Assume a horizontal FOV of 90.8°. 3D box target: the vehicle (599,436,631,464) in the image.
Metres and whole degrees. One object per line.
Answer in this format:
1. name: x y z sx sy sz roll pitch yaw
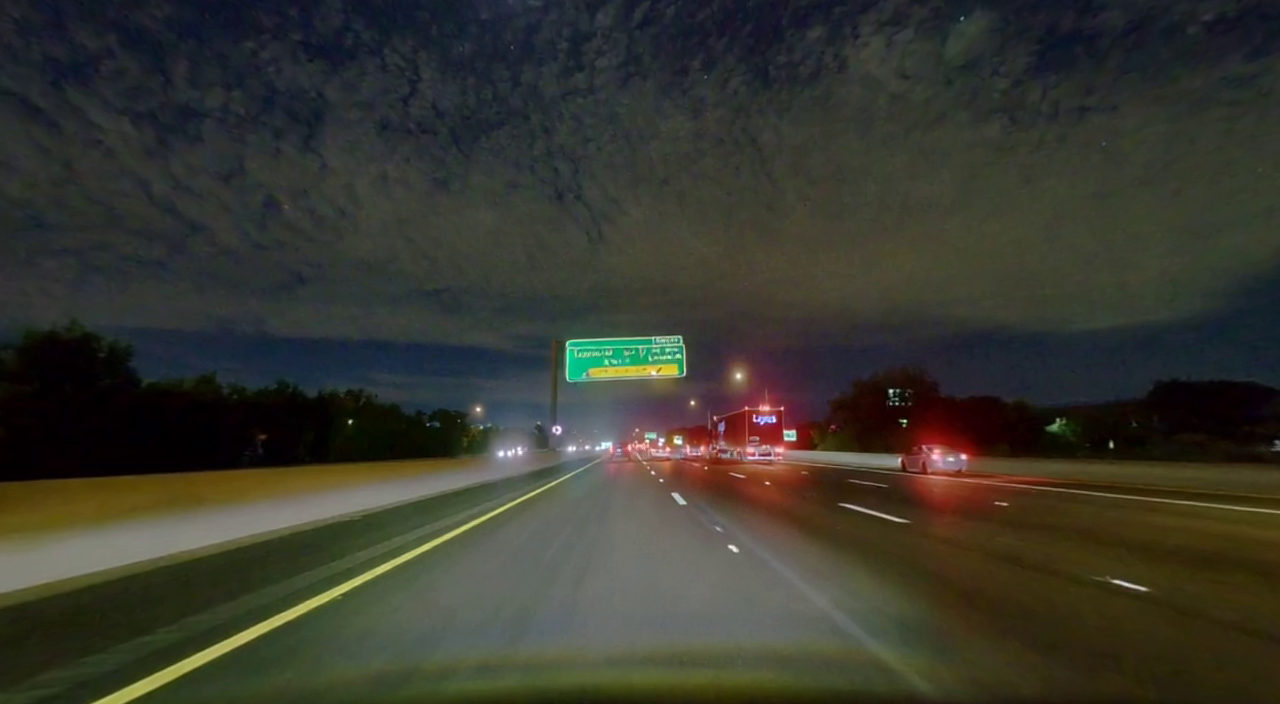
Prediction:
1. vehicle: -1.925 7.740 49.869 2.357 2.040 5.371 0 -9 -1

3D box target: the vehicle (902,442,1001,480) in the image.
1. vehicle: 13.258 4.638 27.236 1.862 1.462 4.459 0 -9 -1
